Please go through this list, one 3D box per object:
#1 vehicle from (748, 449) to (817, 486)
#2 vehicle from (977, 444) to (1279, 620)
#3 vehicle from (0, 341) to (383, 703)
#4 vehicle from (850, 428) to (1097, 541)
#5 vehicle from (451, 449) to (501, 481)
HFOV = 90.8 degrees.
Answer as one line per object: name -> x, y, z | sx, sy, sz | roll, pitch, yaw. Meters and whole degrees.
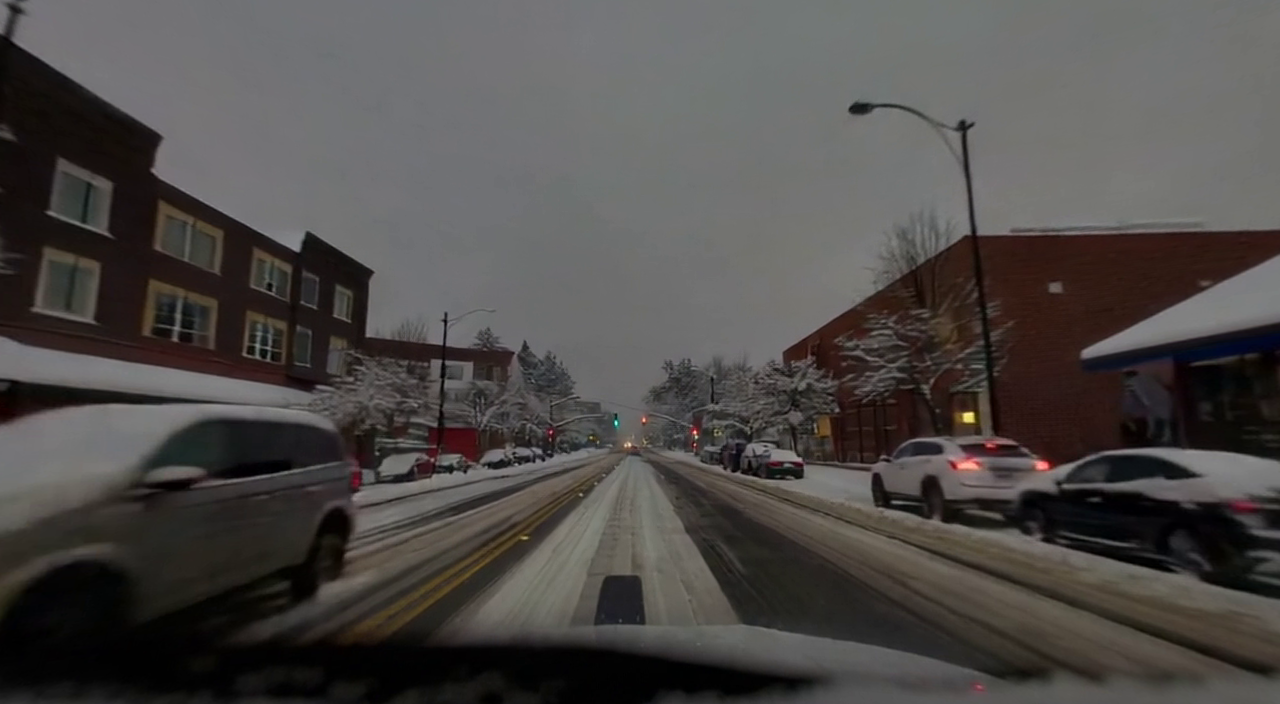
vehicle -> 6.255, 5.105, 28.309 | 1.902, 1.484, 4.714 | 0, -8, -2
vehicle -> 6.330, 1.869, 7.661 | 1.966, 1.472, 4.363 | 0, -8, -1
vehicle -> -3.443, 1.045, 3.872 | 1.980, 1.718, 4.120 | 0, -8, 0
vehicle -> 6.057, 2.440, 12.407 | 1.996, 1.751, 4.882 | 0, -8, -3
vehicle -> -9.867, 6.788, 38.245 | 1.890, 1.718, 4.309 | 0, -8, 0
